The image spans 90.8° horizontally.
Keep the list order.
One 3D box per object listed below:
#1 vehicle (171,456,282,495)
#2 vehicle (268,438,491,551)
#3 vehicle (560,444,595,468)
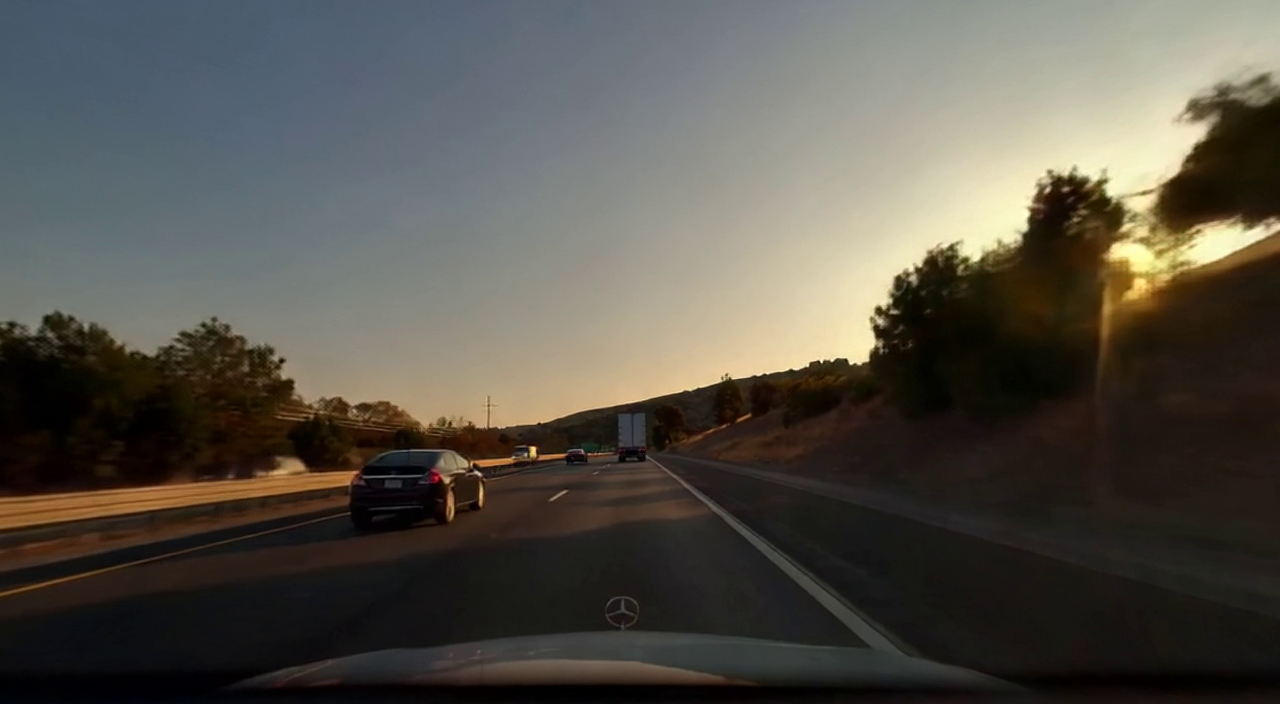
[{"bbox_3d":[-16.992,5.082,26.213,1.774,1.409,4.239,0,-9,-1],"label":"vehicle"},{"bbox_3d":[-4.021,2.245,10.642,1.978,1.507,4.062,0,-9,0],"label":"vehicle"},{"bbox_3d":[-4.513,7.639,46.418,2.115,1.668,4.217,0,-9,0],"label":"vehicle"}]
